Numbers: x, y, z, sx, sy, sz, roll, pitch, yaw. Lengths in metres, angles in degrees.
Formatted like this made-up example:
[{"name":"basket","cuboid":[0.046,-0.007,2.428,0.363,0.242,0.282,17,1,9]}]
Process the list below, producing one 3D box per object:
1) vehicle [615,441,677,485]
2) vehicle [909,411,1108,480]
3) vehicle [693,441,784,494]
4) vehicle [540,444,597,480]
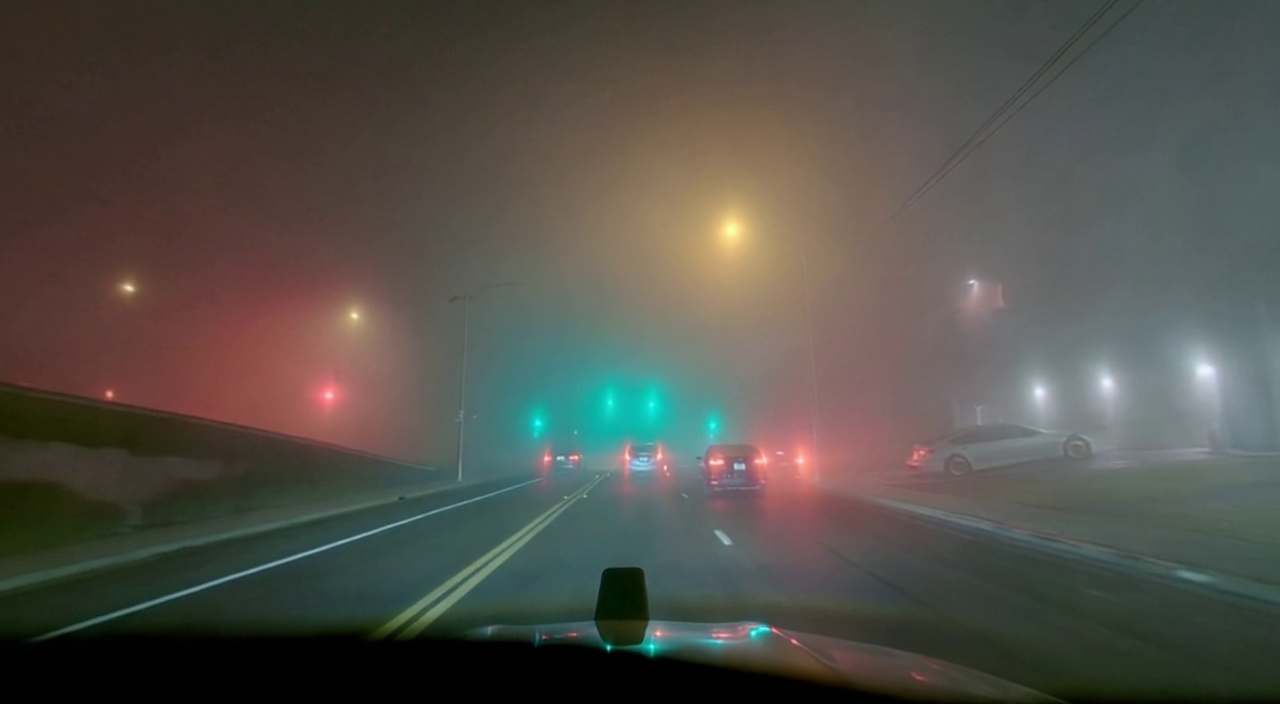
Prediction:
[{"name":"vehicle","cuboid":[0.186,4.070,23.461,2.101,1.467,4.210,0,-8,0]},{"name":"vehicle","cuboid":[13.802,3.527,23.944,5.929,1.970,2.381,-5,-8,-2]},{"name":"vehicle","cuboid":[2.992,3.622,20.273,2.158,1.483,4.415,0,-8,-1]},{"name":"vehicle","cuboid":[-3.146,4.923,28.633,2.012,1.505,4.205,0,-8,2]}]
